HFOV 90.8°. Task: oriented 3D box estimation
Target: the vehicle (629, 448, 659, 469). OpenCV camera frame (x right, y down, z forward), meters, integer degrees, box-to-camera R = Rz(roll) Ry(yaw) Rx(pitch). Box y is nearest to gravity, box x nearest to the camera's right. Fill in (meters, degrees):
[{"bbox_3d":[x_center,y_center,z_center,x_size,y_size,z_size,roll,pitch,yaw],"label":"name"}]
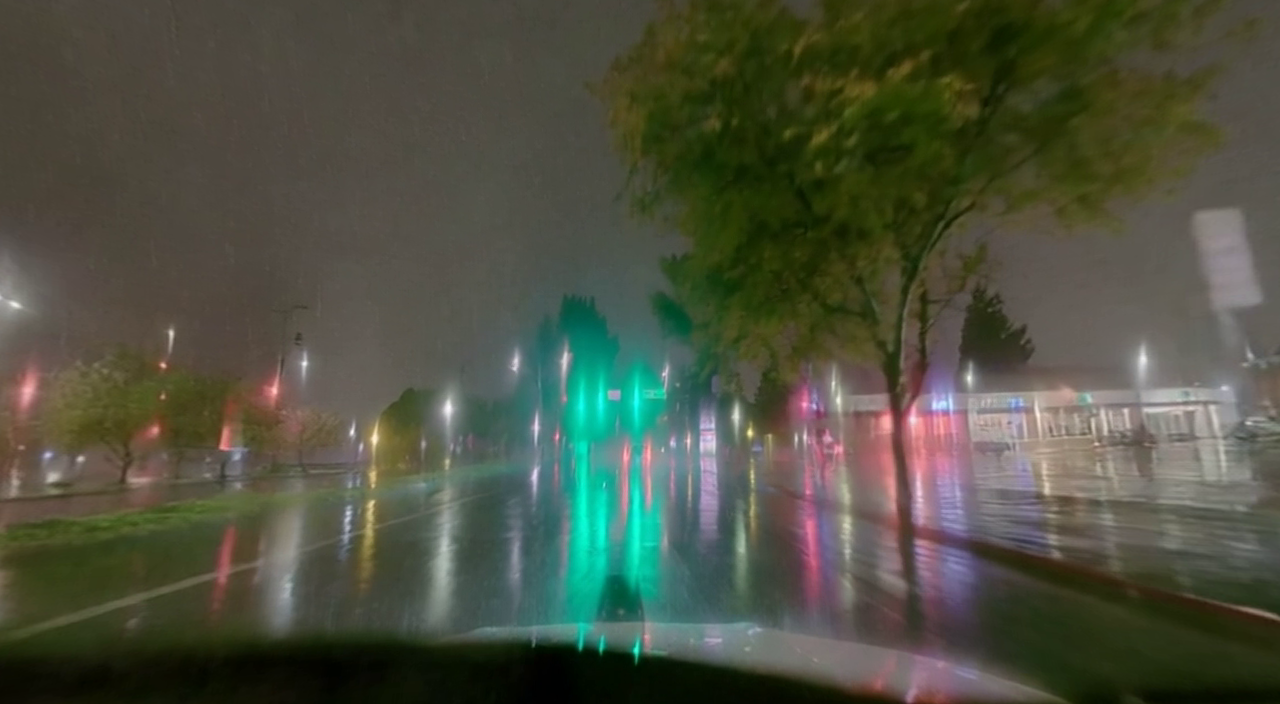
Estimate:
[{"bbox_3d":[0.263,7.798,46.329,2.115,1.461,3.976,0,-9,-1],"label":"vehicle"}]
